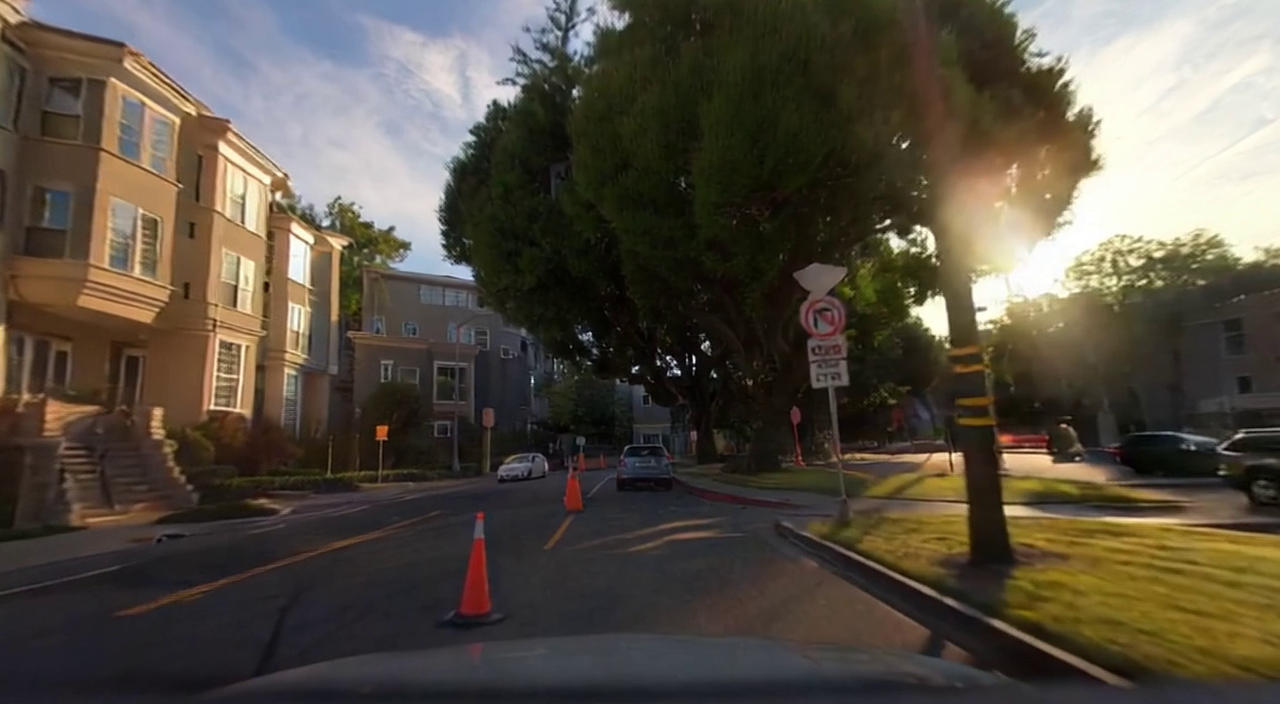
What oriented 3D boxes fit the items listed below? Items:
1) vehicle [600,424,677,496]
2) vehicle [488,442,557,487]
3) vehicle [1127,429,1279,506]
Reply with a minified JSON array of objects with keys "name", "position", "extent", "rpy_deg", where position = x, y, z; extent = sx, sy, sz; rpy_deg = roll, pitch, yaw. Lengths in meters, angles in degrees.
[{"name":"vehicle","position":[-0.064,3.445,20.480],"extent":[2.169,2.015,5.206],"rpy_deg":[0,-9,0]},{"name":"vehicle","position":[-6.096,5.898,33.585],"extent":[2.502,2.163,5.833],"rpy_deg":[0,-9,0]},{"name":"vehicle","position":[13.169,2.336,12.957],"extent":[4.567,1.448,1.890],"rpy_deg":[-1,-9,8]}]
